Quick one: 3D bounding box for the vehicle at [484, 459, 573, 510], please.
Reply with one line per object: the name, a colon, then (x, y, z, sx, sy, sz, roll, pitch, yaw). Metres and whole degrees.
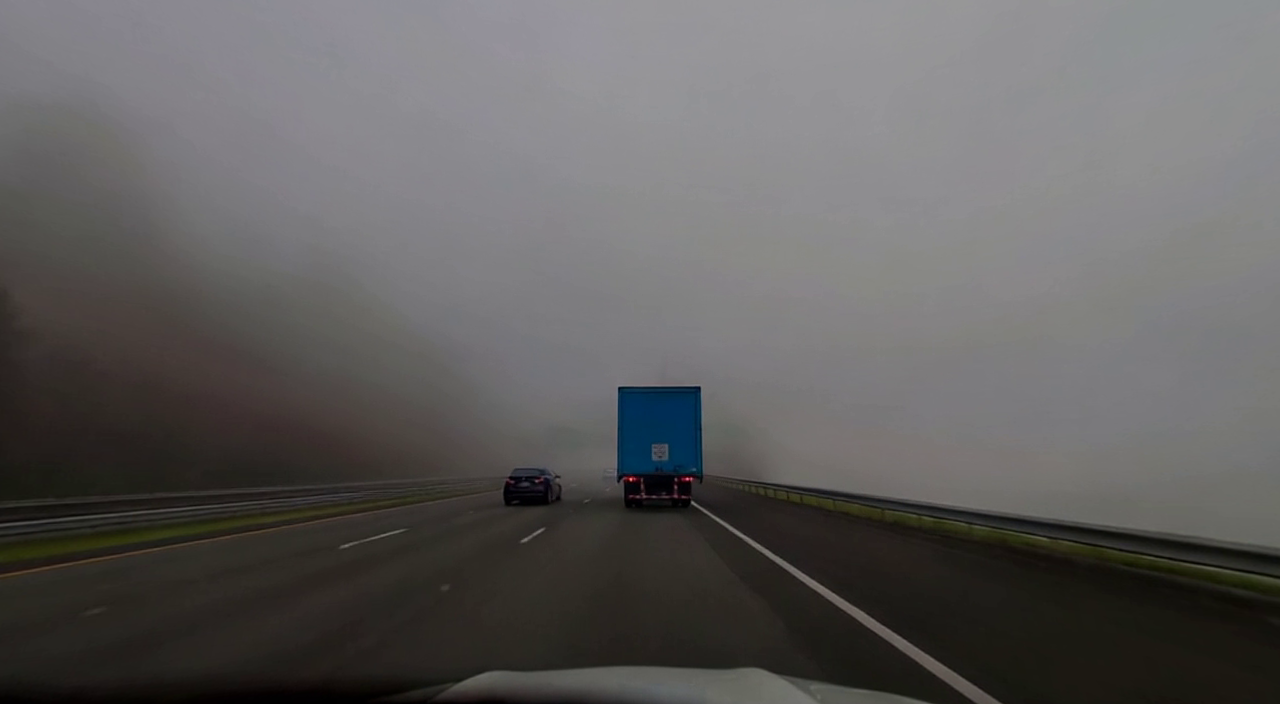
vehicle: (-3.627, 4.442, 21.447, 2.079, 1.506, 4.821, 0, -10, 1)

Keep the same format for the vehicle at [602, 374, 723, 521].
vehicle: (0.592, 3.258, 20.688, 3.008, 3.678, 9.512, 1, -10, 0)
